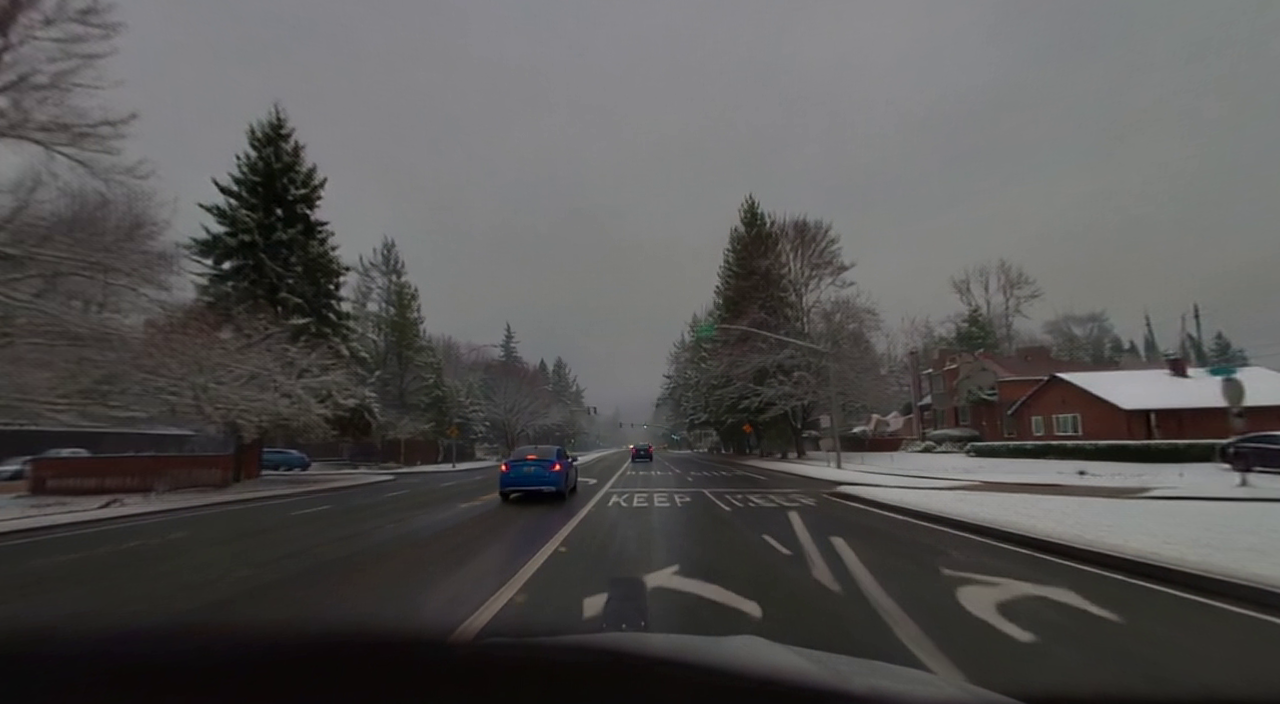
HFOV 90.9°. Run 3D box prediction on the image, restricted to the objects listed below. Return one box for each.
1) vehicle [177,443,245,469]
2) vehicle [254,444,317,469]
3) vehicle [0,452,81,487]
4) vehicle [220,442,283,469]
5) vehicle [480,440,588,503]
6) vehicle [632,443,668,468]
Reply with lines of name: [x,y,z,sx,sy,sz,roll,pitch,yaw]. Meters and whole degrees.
vehicle: [-28.848,6.990,42.511,1.838,1.685,3.766,0,-8,1]
vehicle: [-23.399,6.899,41.751,1.894,1.508,3.783,0,-9,0]
vehicle: [-28.784,5.408,29.241,1.961,1.470,3.811,-1,-9,5]
vehicle: [-25.921,6.909,42.179,1.919,1.701,3.695,0,-9,-2]
vehicle: [-2.738,3.226,17.569,2.158,1.469,4.909,0,-8,0]
vehicle: [0.617,6.632,40.550,2.226,1.505,4.128,0,-8,0]
